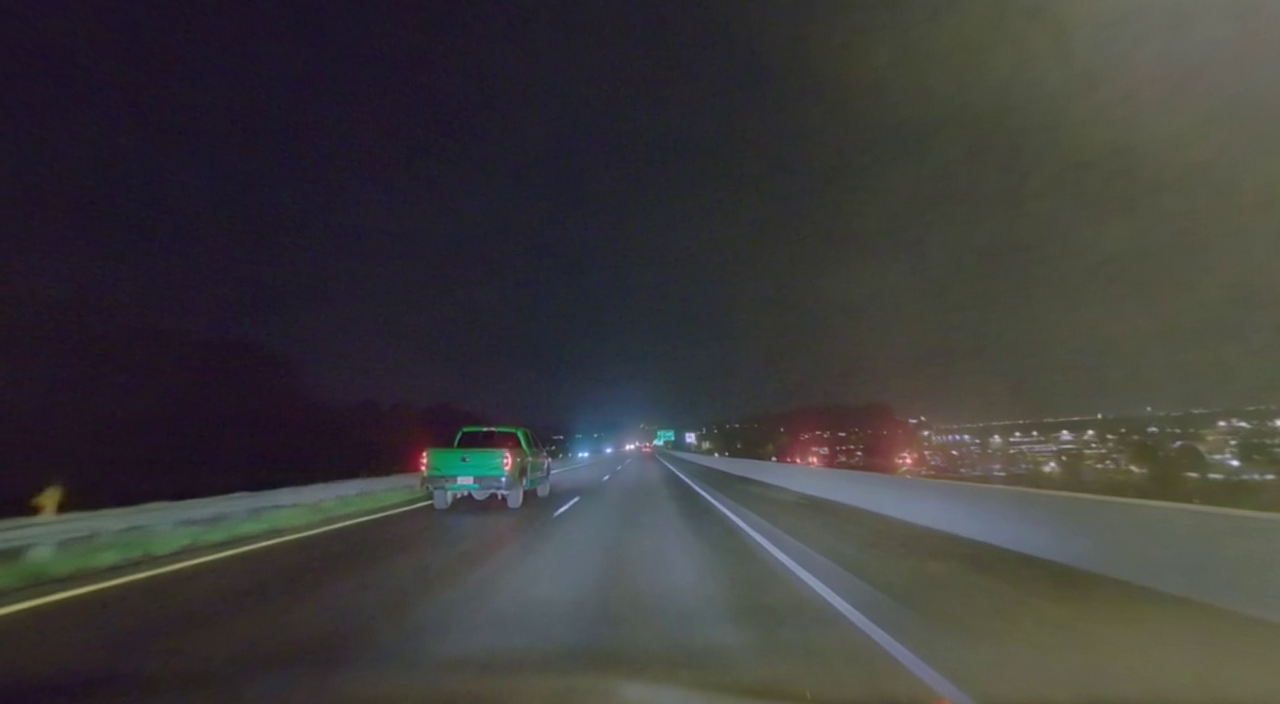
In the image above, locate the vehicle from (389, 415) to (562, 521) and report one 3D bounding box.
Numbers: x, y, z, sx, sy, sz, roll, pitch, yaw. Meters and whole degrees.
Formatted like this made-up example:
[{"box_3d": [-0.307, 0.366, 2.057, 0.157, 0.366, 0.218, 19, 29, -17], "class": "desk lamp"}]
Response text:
[{"box_3d": [-3.386, 2.554, 14.455, 2.350, 1.932, 5.562, -1, -9, 1], "class": "vehicle"}]
